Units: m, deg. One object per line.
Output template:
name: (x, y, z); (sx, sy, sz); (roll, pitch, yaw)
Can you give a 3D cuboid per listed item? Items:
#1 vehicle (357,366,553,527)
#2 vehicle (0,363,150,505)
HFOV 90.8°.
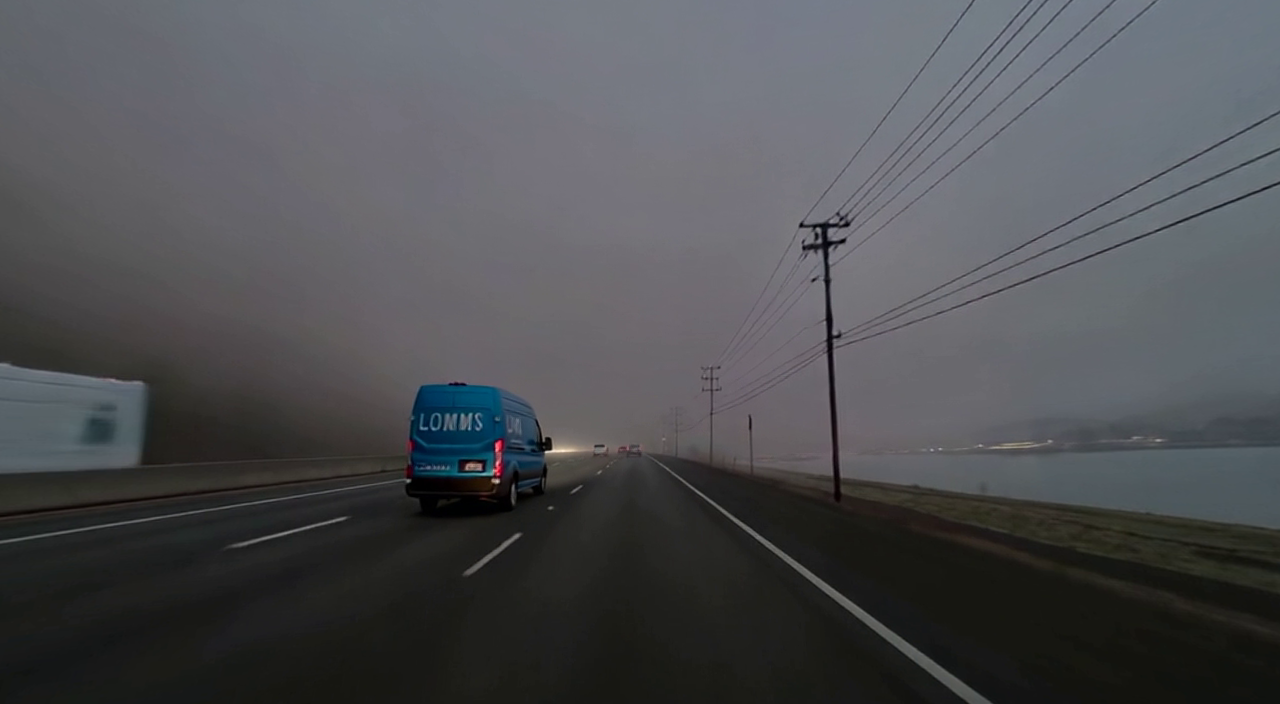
vehicle: (-3.611, 2.096, 14.179); (2.331, 2.757, 6.581); (0, -8, 1)
vehicle: (-17.614, 1.744, 13.824); (3.014, 3.530, 13.679); (0, -9, -1)
